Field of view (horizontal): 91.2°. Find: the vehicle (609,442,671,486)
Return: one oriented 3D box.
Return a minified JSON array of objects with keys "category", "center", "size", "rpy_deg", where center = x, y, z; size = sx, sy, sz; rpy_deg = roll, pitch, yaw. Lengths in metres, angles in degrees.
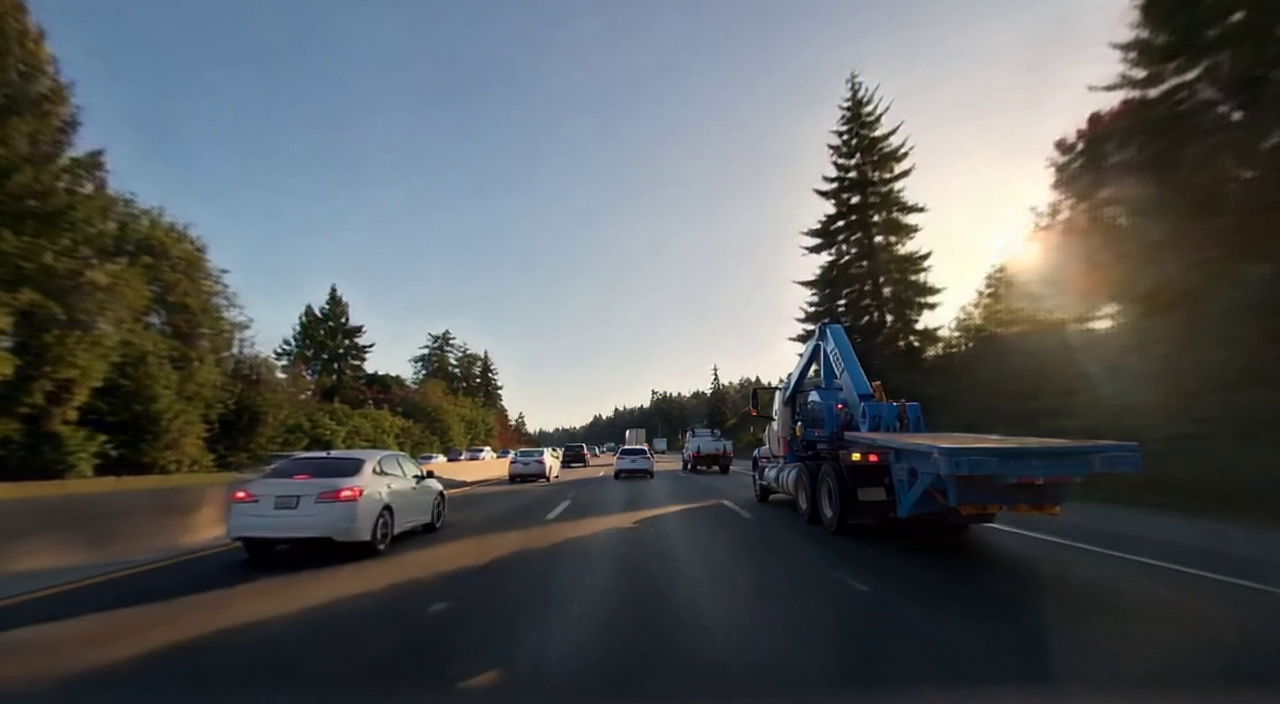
[{"category":"vehicle","center":[-0.051,4.226,23.903],"size":[2.150,1.498,3.988],"rpy_deg":[0,-9,-2]}]

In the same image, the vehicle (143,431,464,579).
[{"category":"vehicle","center":[-4.156,1.959,8.911],"size":[1.880,1.507,4.757],"rpy_deg":[0,-9,1]}]

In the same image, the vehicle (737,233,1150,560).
[{"category":"vehicle","center":[3.924,1.075,11.114],"size":[2.975,3.618,8.456],"rpy_deg":[0,-9,0]}]

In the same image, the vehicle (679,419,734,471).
[{"category":"vehicle","center":[3.866,5.634,37.940],"size":[2.416,2.829,7.016],"rpy_deg":[0,-9,-1]}]

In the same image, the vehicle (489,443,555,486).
[{"category":"vehicle","center":[-4.597,4.429,24.957],"size":[1.858,1.527,3.974],"rpy_deg":[0,-9,0]}]

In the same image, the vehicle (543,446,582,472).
[{"category":"vehicle","center":[-4.812,6.689,39.268],"size":[1.924,1.481,4.264],"rpy_deg":[0,-9,0]}]

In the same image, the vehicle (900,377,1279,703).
[{"category":"vehicle","center":[4.076,1.081,3.699],"size":[2.599,1.631,5.693],"rpy_deg":[0,-9,0]}]
